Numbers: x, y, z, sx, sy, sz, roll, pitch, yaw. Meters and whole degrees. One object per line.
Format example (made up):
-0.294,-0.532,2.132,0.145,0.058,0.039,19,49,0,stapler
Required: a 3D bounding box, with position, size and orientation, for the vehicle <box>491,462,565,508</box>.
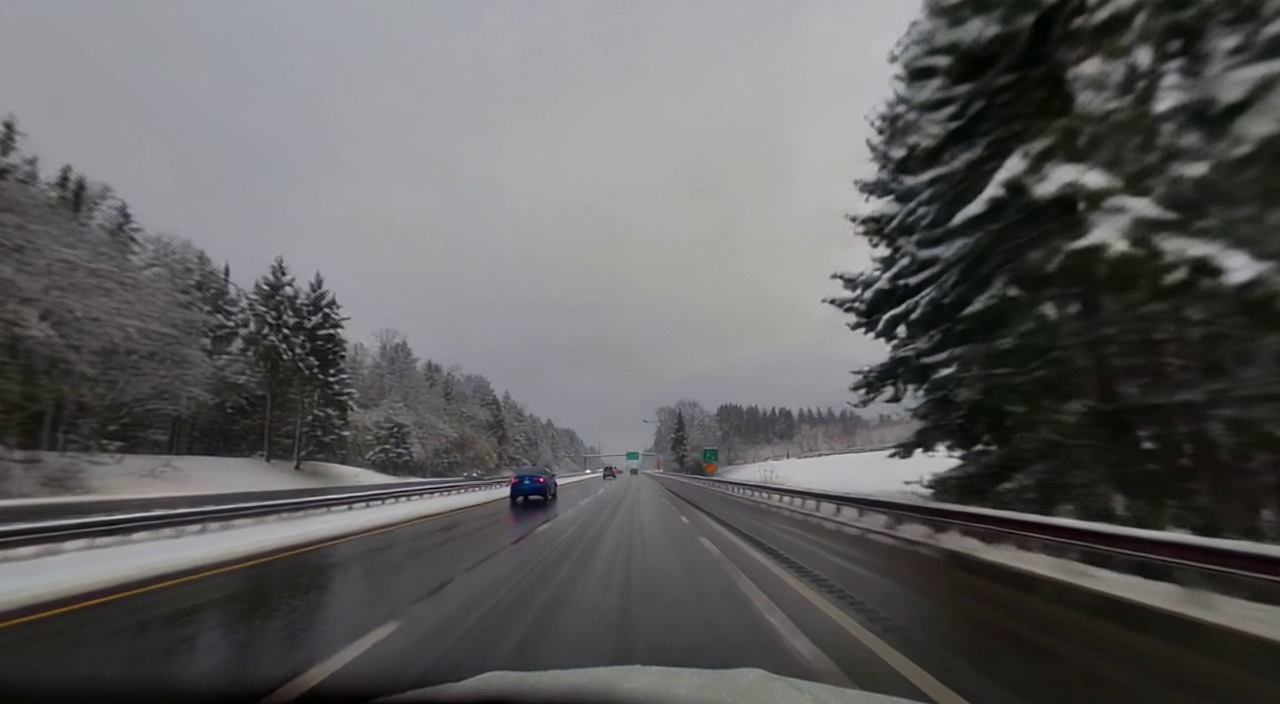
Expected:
-4.102,4.959,23.724,1.954,1.509,4.094,1,-10,1,vehicle
